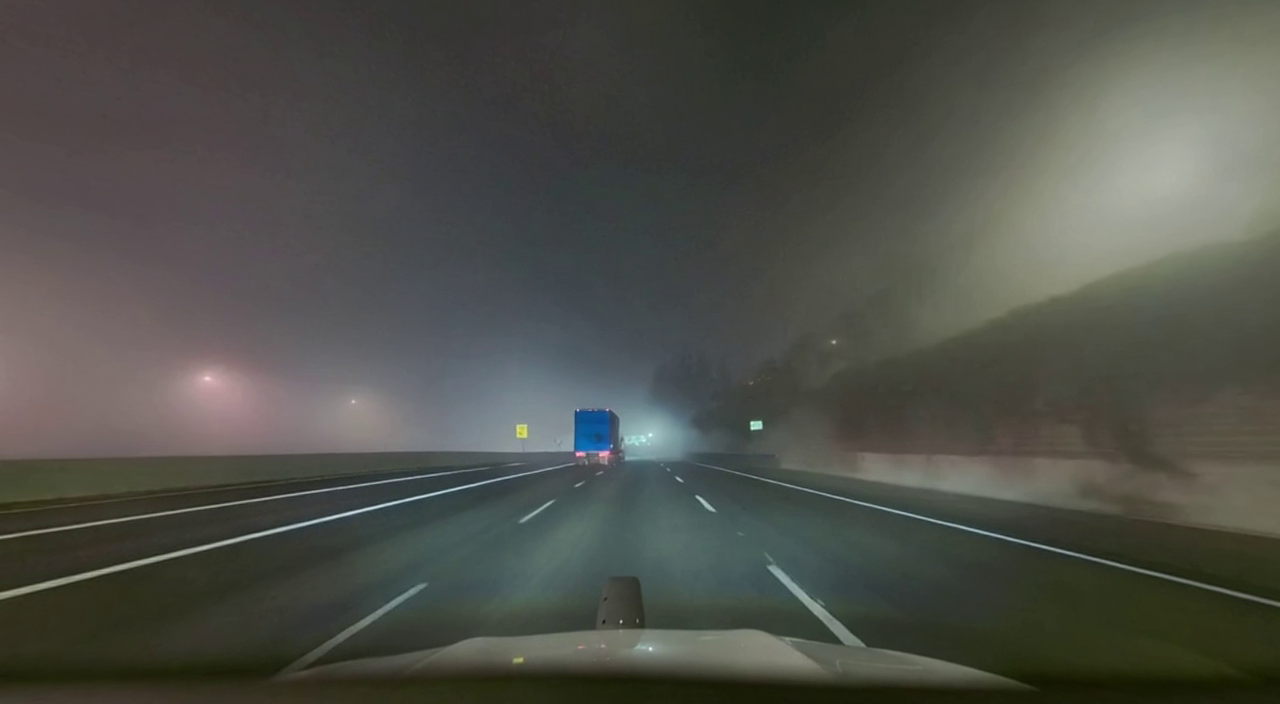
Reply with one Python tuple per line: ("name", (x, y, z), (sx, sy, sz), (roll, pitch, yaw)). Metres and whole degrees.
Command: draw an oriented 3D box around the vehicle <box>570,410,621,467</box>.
("vehicle", (-3.255, 6.834, 49.344), (3.059, 3.956, 11.036), (0, -9, 1))
